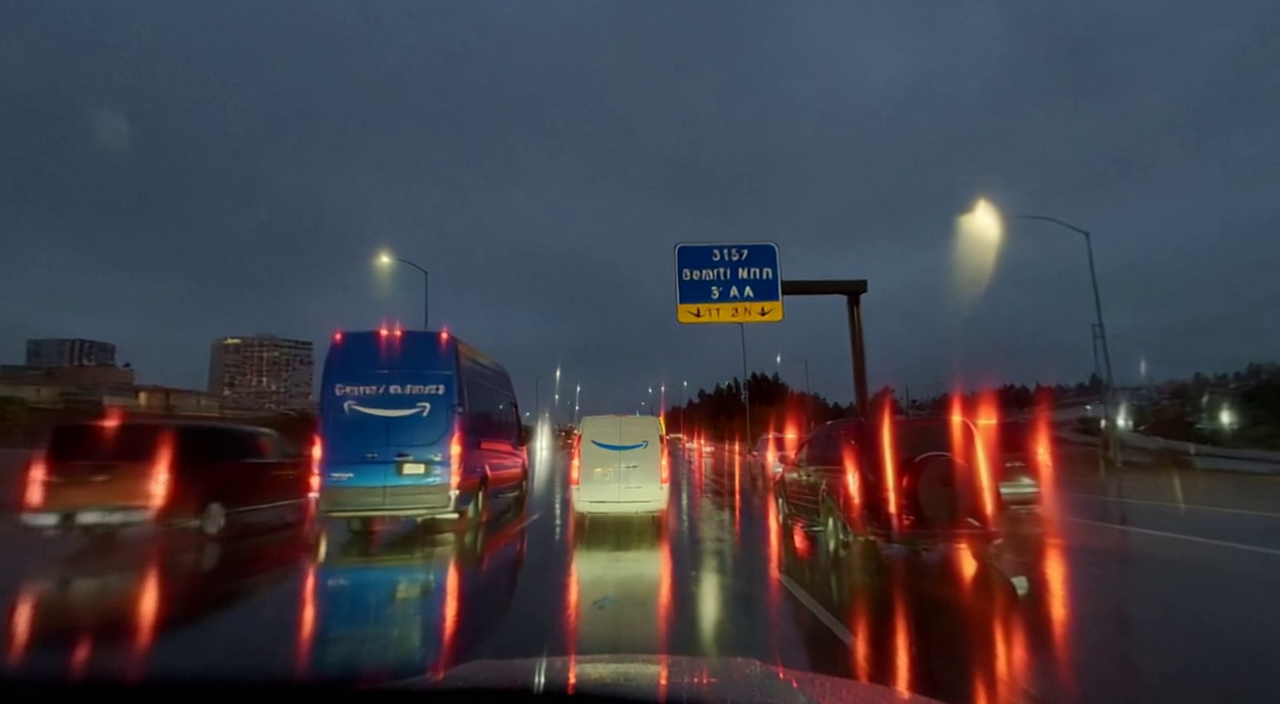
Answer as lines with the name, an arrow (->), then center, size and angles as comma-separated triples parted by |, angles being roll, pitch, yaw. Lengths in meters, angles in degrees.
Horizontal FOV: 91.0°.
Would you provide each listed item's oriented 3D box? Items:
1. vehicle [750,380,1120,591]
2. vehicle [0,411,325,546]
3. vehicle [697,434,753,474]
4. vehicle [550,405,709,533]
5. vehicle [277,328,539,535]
vehicle -> 3.121, 1.591, 8.340 | 2.341, 1.890, 5.144 | 1, -9, -1
vehicle -> -7.196, 1.864, 9.927 | 2.031, 1.583, 4.646 | 0, -9, 0
vehicle -> 3.941, 4.814, 29.997 | 2.064, 1.720, 4.416 | 0, -9, 0
vehicle -> -0.146, 2.018, 11.328 | 2.287, 1.823, 4.369 | 0, -9, 0
vehicle -> -3.687, 1.555, 11.978 | 2.415, 2.821, 6.636 | 0, -9, 0
